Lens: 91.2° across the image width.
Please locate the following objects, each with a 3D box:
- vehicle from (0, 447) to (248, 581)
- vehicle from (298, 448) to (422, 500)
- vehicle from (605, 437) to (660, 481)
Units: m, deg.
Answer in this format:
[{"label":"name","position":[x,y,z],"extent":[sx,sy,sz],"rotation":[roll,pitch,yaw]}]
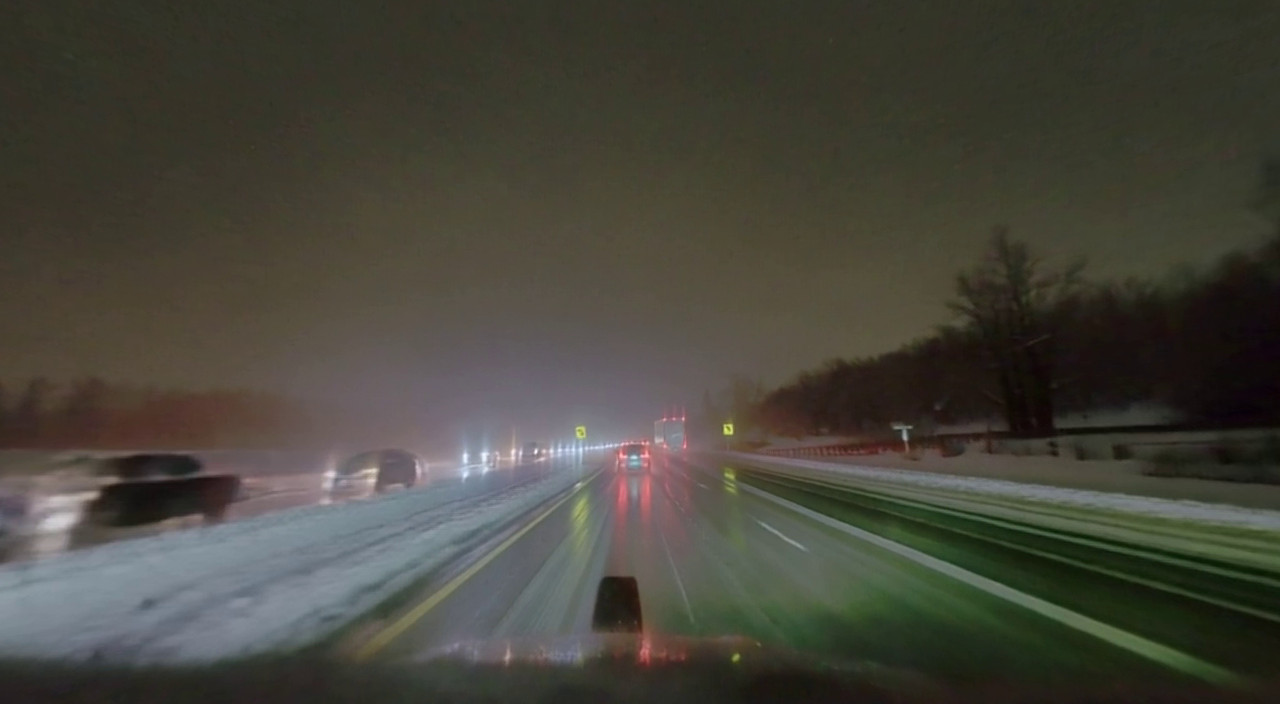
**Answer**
[{"label":"vehicle","position":[-8.003,2.163,9.208],"extent":[1.908,1.499,4.040],"rotation":[0,-9,-1]},{"label":"vehicle","position":[-9.005,3.923,20.639],"extent":[2.005,1.493,4.505],"rotation":[-1,-9,0]},{"label":"vehicle","position":[-0.299,4.114,24.257],"extent":[1.971,1.518,4.108],"rotation":[0,-9,-1]}]
